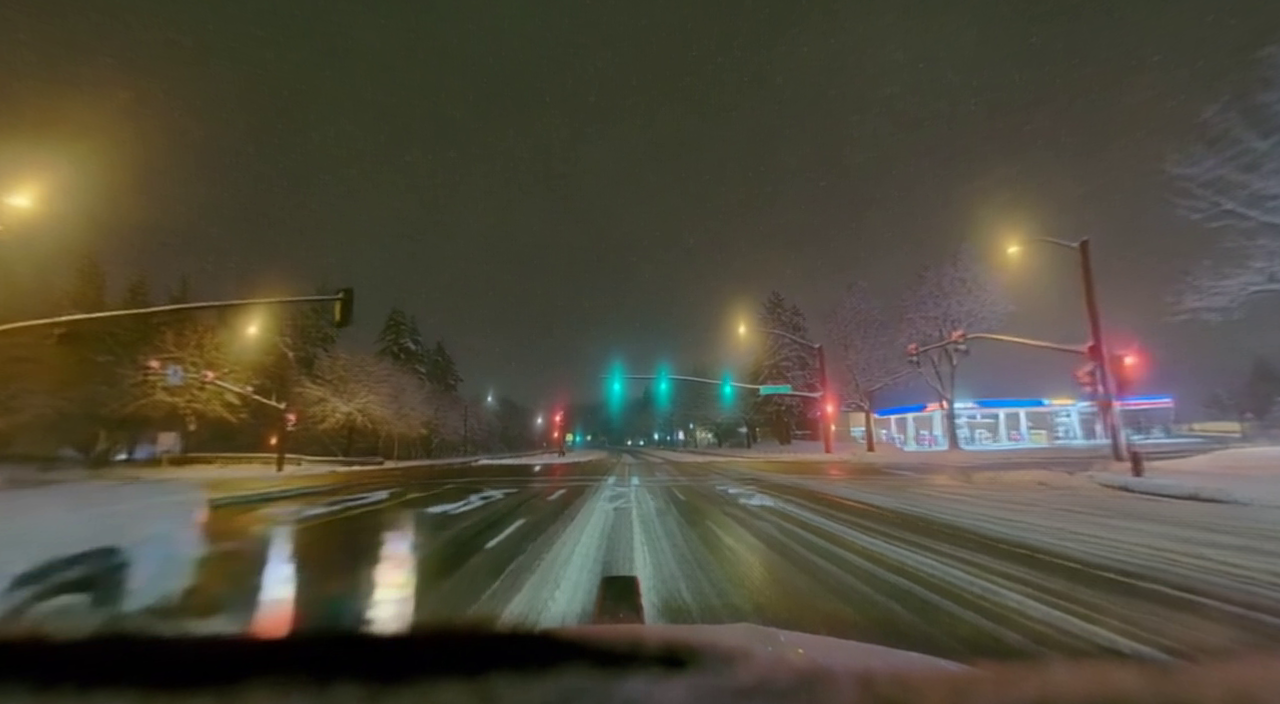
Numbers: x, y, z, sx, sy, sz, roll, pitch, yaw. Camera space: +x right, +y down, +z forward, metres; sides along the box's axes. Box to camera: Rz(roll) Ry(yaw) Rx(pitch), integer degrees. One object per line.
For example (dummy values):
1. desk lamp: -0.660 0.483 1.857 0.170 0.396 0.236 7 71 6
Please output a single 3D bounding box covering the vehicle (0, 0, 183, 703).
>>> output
1. vehicle: -3.930 -0.104 1.974 2.637 3.576 3.006 -1 -7 -1
